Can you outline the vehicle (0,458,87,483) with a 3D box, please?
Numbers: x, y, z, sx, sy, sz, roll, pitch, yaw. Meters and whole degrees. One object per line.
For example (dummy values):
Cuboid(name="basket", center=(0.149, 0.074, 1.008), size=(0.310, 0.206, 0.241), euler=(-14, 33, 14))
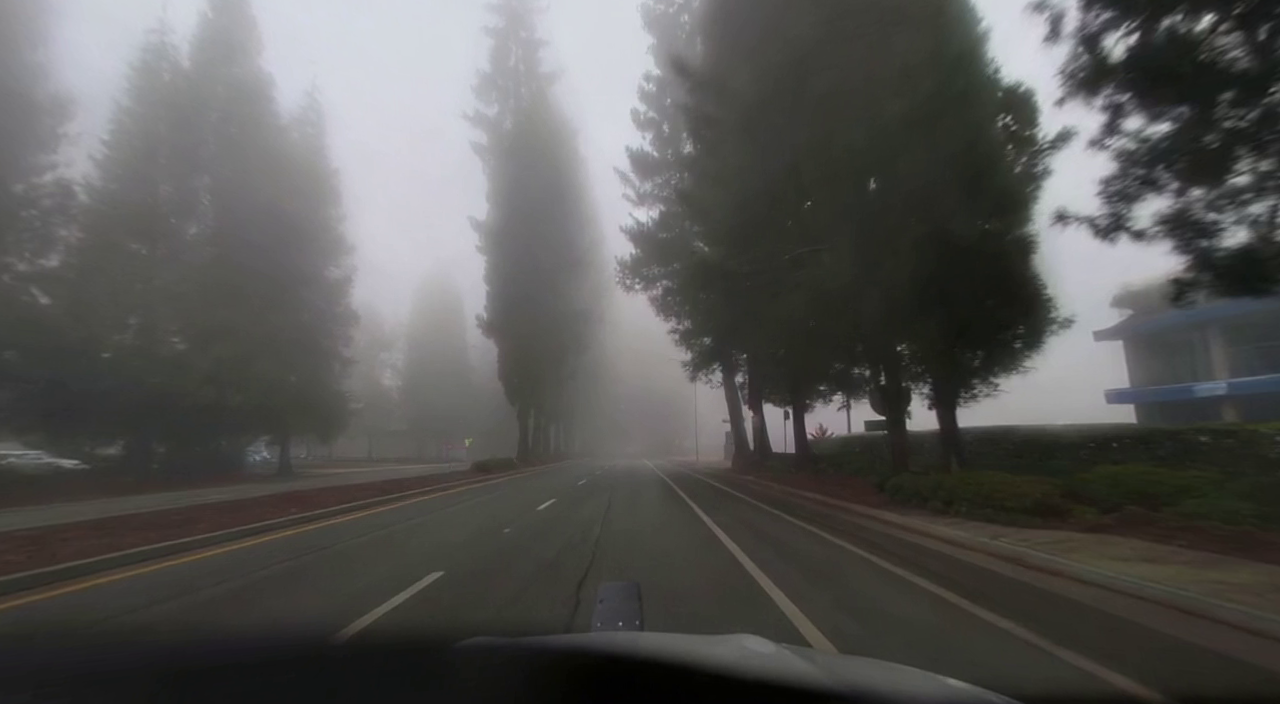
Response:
Cuboid(name="vehicle", center=(-37.677, 7.371, 39.505), size=(4.424, 1.468, 1.887), euler=(0, -8, 1))
